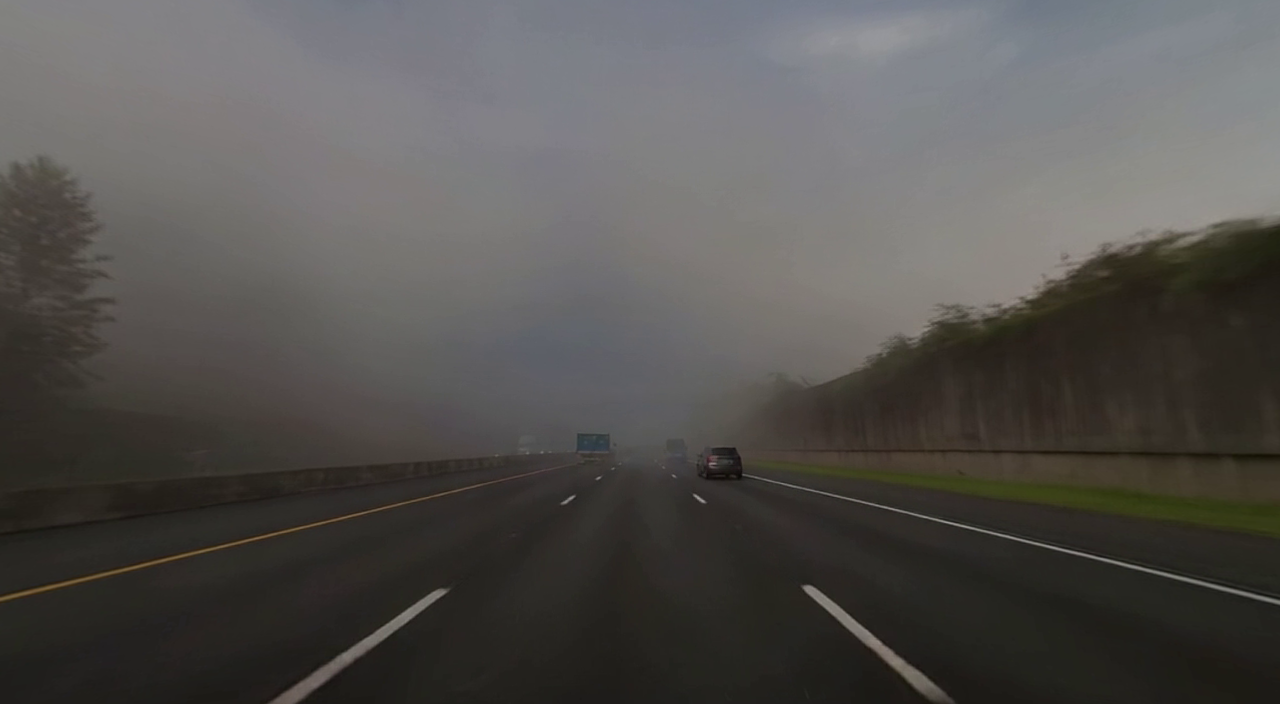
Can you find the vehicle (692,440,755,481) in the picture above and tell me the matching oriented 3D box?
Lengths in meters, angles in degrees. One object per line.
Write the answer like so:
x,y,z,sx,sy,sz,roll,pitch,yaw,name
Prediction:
3.357,4.503,26.253,1.983,1.545,4.038,0,-9,-1,vehicle
